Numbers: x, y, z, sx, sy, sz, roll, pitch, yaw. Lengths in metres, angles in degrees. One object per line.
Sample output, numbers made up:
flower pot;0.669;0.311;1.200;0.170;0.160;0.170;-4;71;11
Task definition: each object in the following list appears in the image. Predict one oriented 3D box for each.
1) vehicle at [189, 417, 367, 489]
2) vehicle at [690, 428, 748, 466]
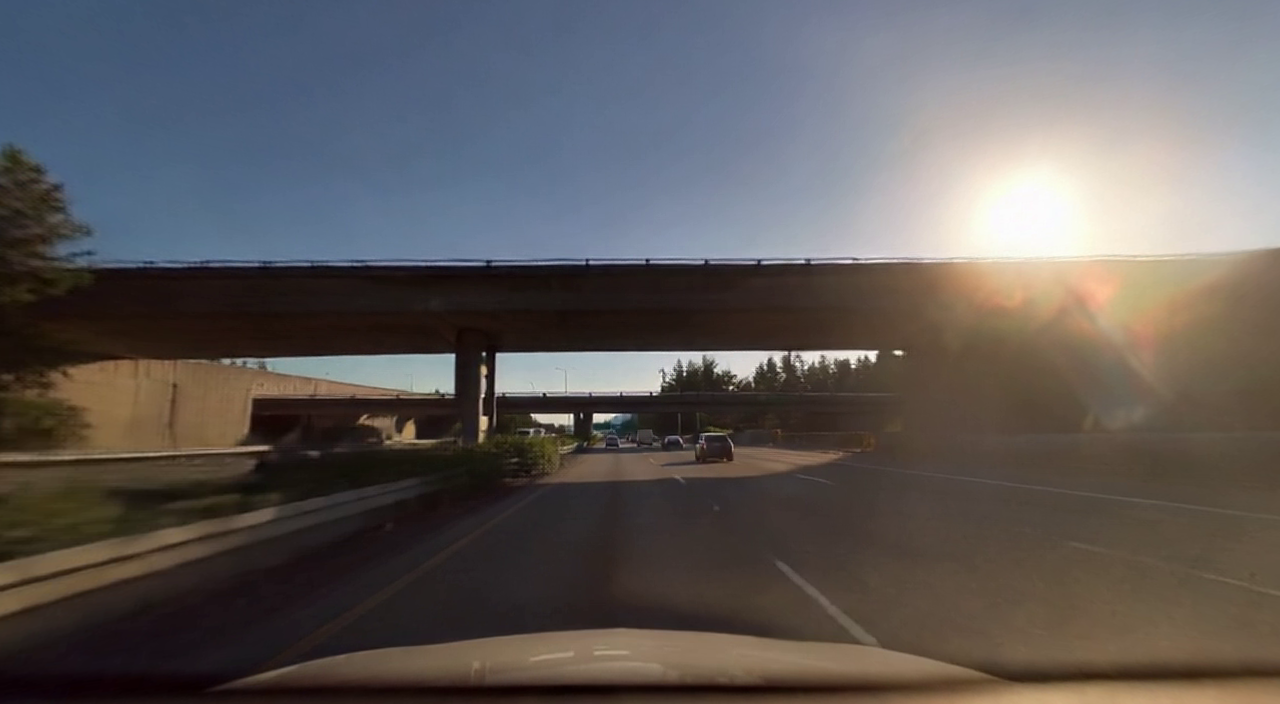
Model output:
vehicle;-8.754;2.476;15.781;1.961;1.545;4.290;0;-8;-1
vehicle;3.439;4.203;28.057;1.938;1.578;3.764;0;-8;-3
